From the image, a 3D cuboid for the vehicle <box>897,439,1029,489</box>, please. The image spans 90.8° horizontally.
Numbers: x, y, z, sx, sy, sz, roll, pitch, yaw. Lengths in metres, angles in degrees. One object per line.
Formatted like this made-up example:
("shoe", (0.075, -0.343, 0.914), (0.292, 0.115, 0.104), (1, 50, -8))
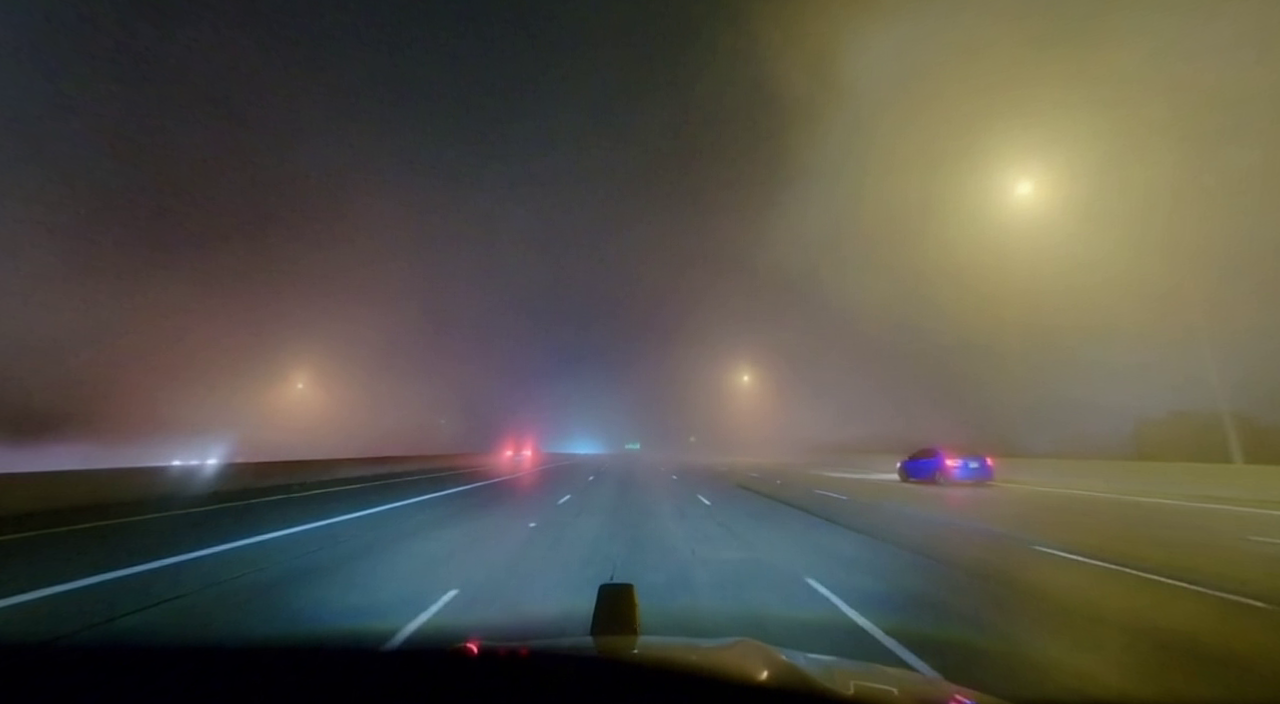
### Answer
("vehicle", (10.703, 3.733, 21.395), (1.985, 1.493, 4.486), (0, -9, -1))
